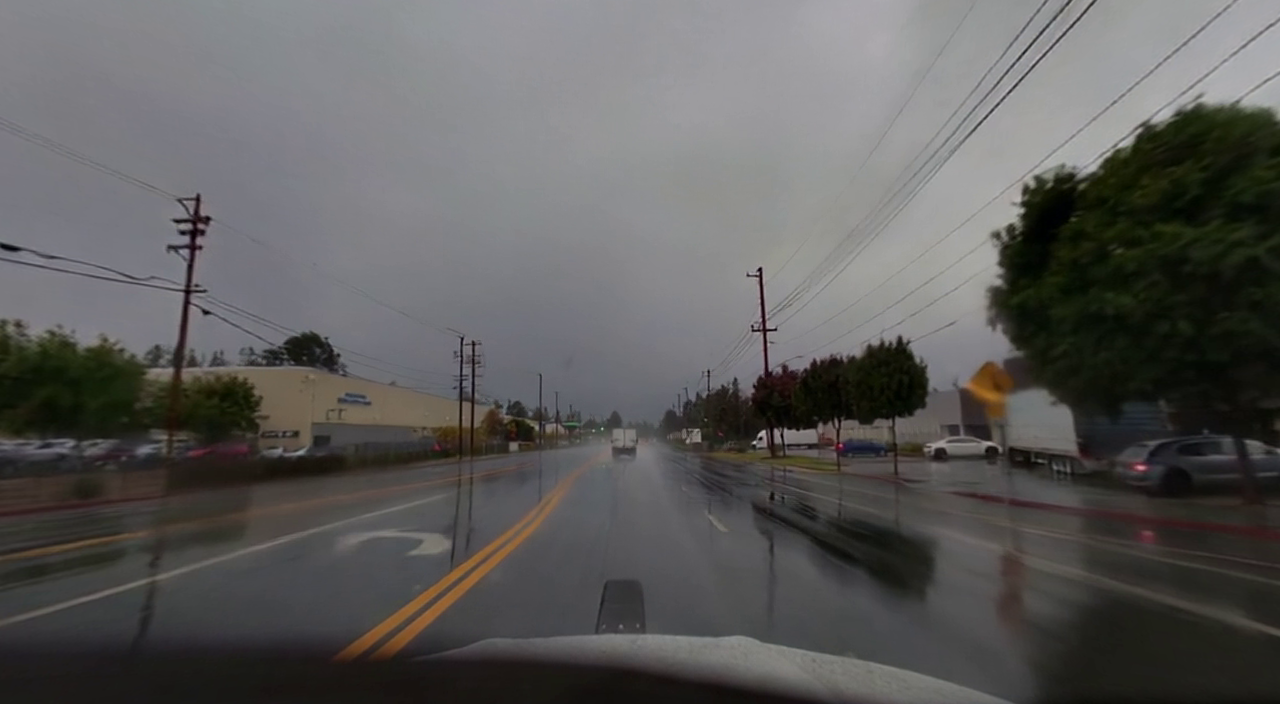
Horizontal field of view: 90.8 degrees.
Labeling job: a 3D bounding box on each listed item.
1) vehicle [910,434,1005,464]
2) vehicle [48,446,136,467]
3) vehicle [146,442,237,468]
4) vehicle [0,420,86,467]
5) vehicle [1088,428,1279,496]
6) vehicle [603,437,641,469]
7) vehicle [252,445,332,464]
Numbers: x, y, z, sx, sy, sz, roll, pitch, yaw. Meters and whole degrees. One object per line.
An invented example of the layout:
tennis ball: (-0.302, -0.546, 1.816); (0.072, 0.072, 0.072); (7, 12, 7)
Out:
vehicle: (23.135, 7.099, 46.246); (5.669, 2.073, 2.297); (-1, -8, 2)
vehicle: (-39.649, 7.565, 45.792); (4.525, 1.491, 1.908); (0, -8, -2)
vehicle: (-26.695, 6.145, 37.706); (3.983, 1.472, 1.898); (0, -8, 0)
vehicle: (-48.497, 7.182, 49.470); (7.180, 3.465, 2.763); (0, -8, -4)
vehicle: (18.956, 3.634, 21.250); (2.423, 2.005, 5.671); (4, -10, -28)
vehicle: (-0.981, 5.499, 34.552); (1.937, 1.588, 3.746); (0, -8, -1)
vehicle: (-26.542, 7.815, 48.299); (4.728, 1.431, 2.287); (0, -8, -2)
